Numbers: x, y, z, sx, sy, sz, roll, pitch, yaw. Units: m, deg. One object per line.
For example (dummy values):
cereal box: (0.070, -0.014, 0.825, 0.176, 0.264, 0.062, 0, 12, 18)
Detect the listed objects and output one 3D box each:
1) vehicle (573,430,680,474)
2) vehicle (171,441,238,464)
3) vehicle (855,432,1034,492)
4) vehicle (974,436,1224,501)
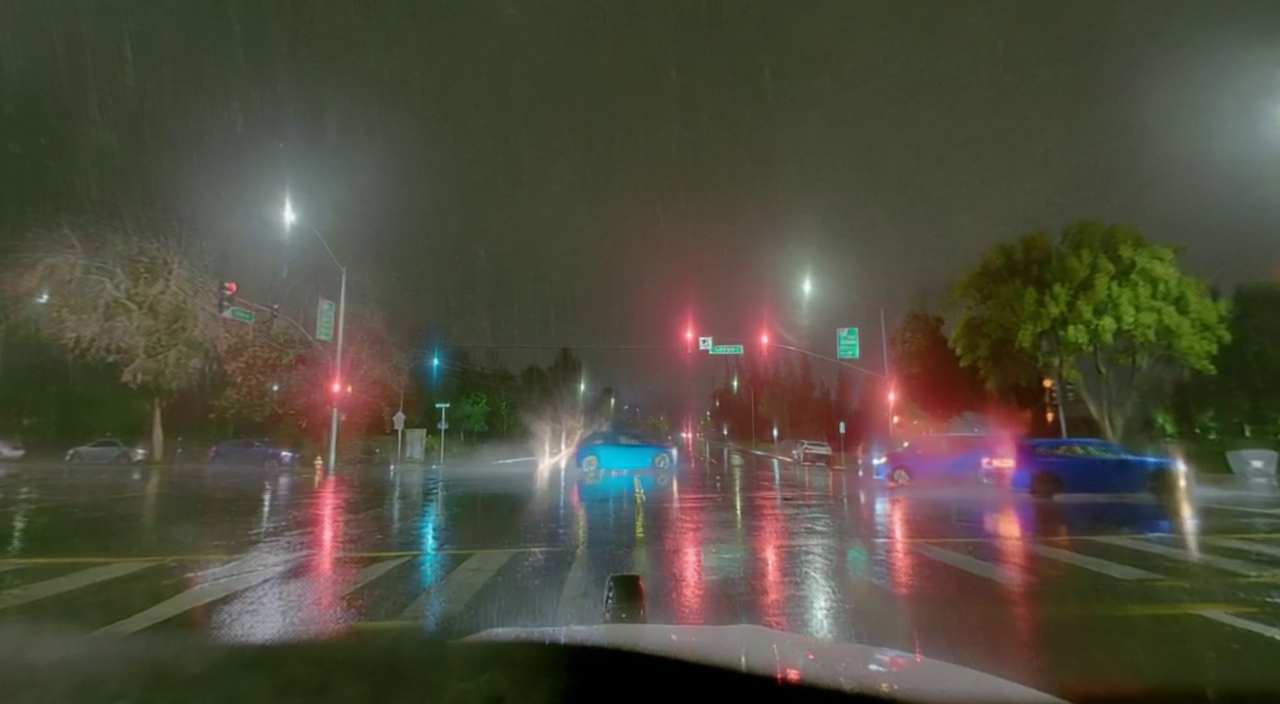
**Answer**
vehicle: (-0.532, 4.316, 27.293, 4.346, 1.753, 1.994, 7, -11, -40)
vehicle: (-29.105, 6.699, 42.040, 1.696, 1.431, 3.686, -1, -8, 3)
vehicle: (9.591, 3.463, 20.059, 4.580, 1.768, 2.134, 0, -8, -3)
vehicle: (11.891, 3.029, 16.545, 5.000, 1.559, 1.960, 0, -8, 0)
